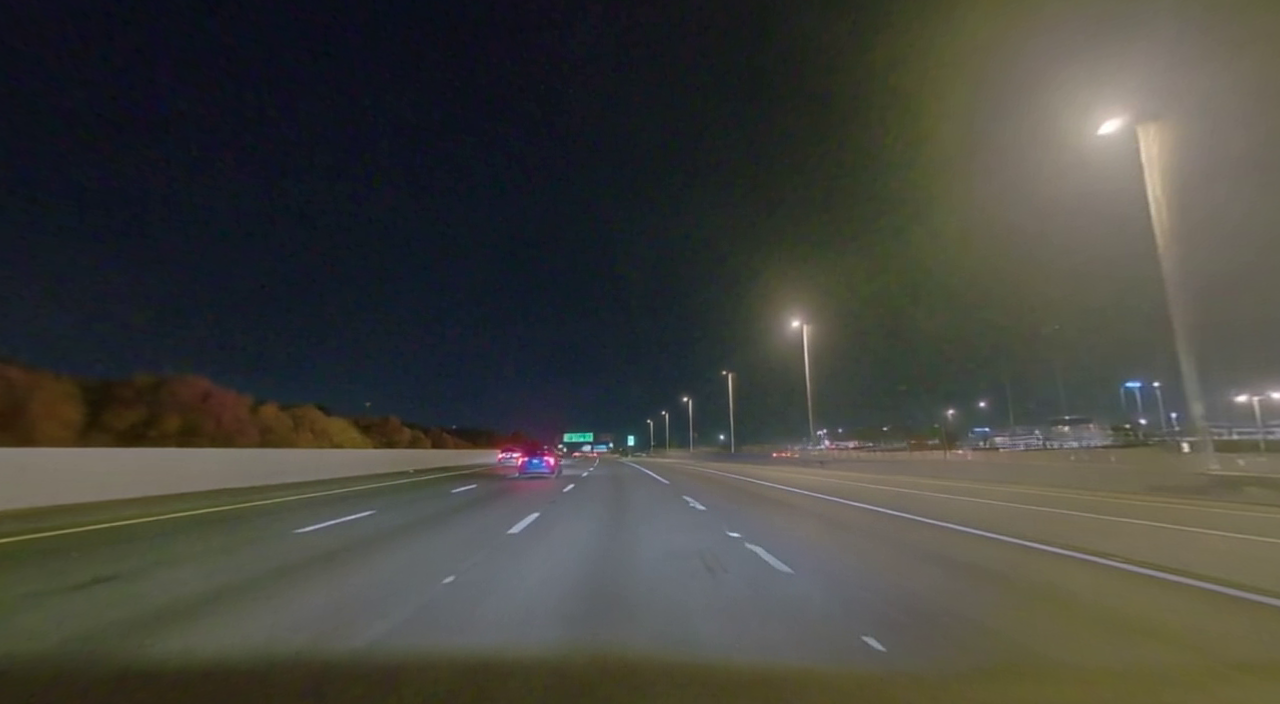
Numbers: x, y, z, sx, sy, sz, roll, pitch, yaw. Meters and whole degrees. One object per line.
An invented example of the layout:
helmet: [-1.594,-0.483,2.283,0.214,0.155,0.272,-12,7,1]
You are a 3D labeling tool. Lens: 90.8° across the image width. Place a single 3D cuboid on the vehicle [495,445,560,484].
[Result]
vehicle: [-4.654,4.722,26.837,2.050,1.507,4.316,0,-8,-1]
